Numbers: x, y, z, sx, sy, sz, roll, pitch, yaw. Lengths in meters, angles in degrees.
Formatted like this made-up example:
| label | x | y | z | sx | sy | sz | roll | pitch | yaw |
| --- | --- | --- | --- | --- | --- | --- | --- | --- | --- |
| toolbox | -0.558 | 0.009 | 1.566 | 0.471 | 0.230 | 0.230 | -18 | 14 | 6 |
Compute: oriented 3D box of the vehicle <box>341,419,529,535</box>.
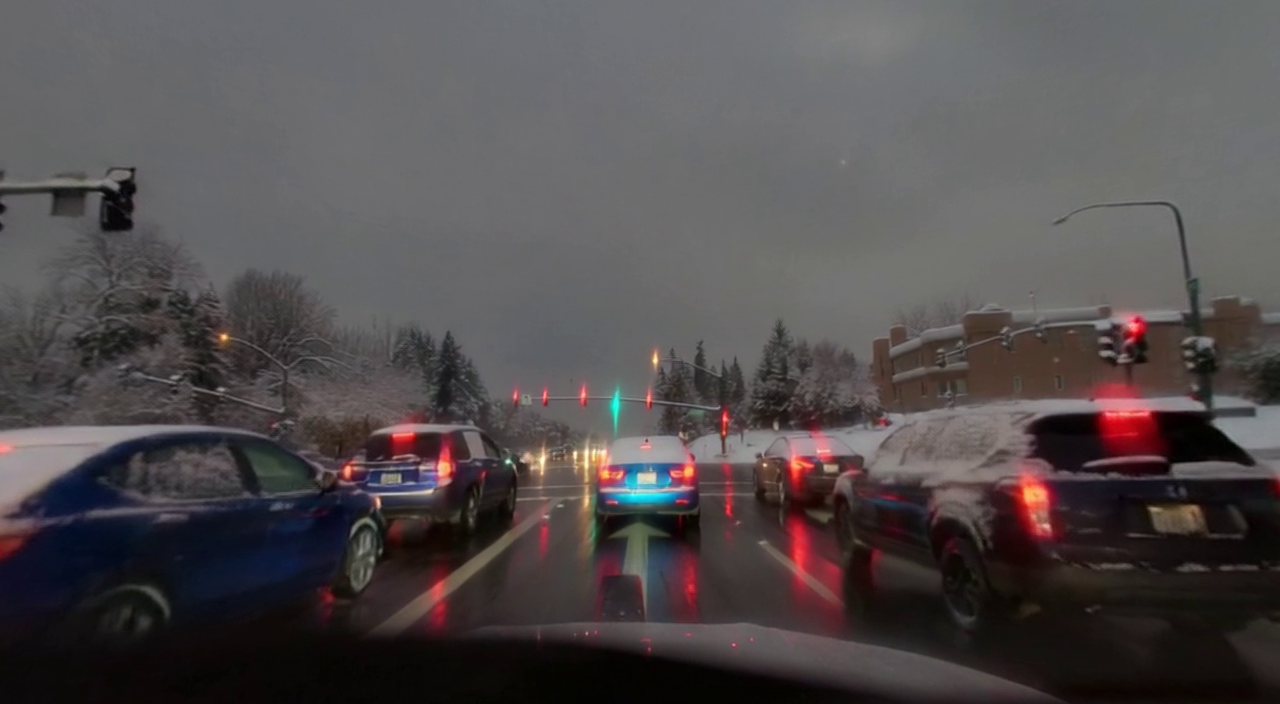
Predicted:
| label | x | y | z | sx | sy | sz | roll | pitch | yaw |
| --- | --- | --- | --- | --- | --- | --- | --- | --- | --- |
| vehicle | -3.415 | 2.177 | 11.518 | 1.958 | 1.693 | 4.242 | 0 | -9 | 0 |

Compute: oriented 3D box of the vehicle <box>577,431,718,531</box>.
| label | x | y | z | sx | sy | sz | roll | pitch | yaw |
| --- | --- | --- | --- | --- | --- | --- | --- | --- | --- |
| vehicle | 0.053 | 2.247 | 11.589 | 2.114 | 1.482 | 4.056 | 0 | -9 | -2 |

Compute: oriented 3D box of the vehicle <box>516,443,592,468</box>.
| label | x | y | z | sx | sy | sz | roll | pitch | yaw |
| --- | --- | --- | --- | --- | --- | --- | --- | --- | --- |
| vehicle | -5.437 | 6.424 | 39.464 | 4.791 | 1.453 | 2.046 | -8 | -12 | 41 |

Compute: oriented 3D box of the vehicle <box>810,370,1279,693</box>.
| label | x | y | z | sx | sy | sz | roll | pitch | yaw |
| --- | --- | --- | --- | --- | --- | --- | --- | --- | --- |
| vehicle | 3.238 | 1.262 | 5.560 | 2.178 | 1.691 | 4.314 | 0 | -9 | -1 |

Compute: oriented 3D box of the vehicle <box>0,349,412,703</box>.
| label | x | y | z | sx | sy | sz | roll | pitch | yaw |
| --- | --- | --- | --- | --- | --- | --- | --- | --- | --- |
| vehicle | -3.374 | 1.109 | 4.193 | 2.034 | 1.655 | 4.465 | 0 | -9 | 0 |
